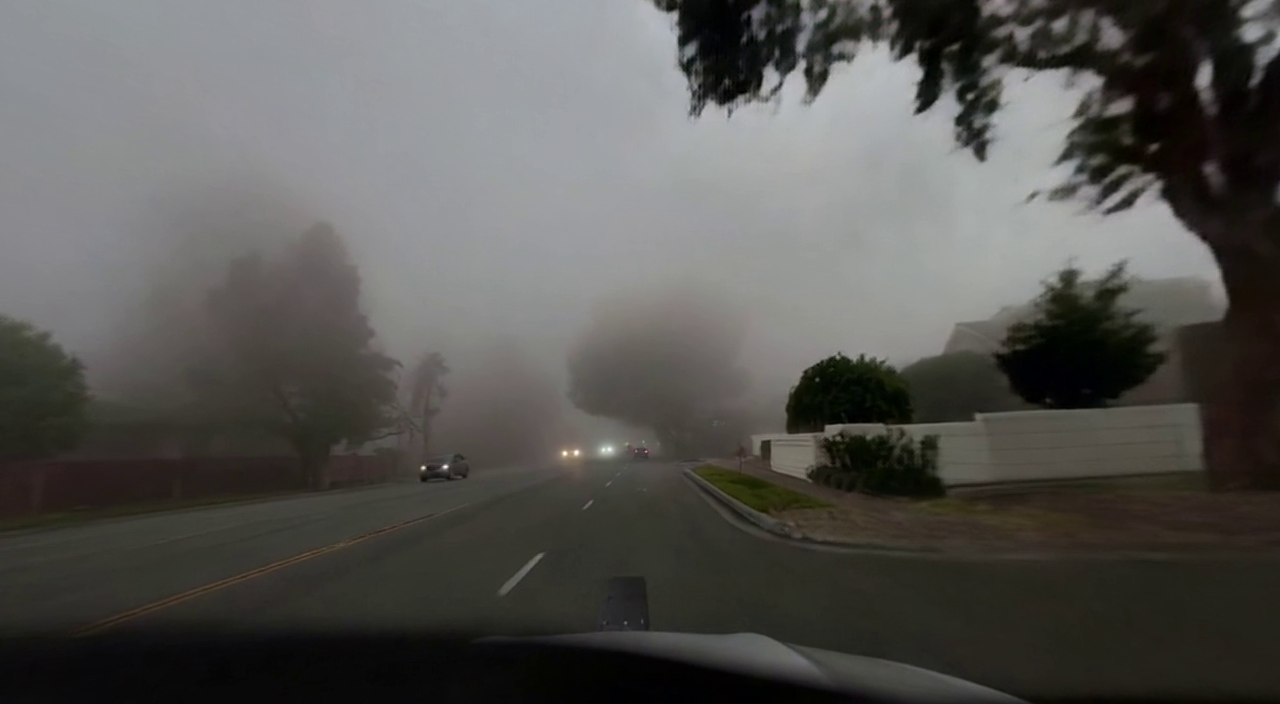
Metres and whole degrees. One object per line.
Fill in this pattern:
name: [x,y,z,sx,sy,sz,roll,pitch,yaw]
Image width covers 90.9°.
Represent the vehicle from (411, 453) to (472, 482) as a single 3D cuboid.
vehicle: [-11.532,6.704,36.895,1.947,1.513,4.710,0,-8,1]
